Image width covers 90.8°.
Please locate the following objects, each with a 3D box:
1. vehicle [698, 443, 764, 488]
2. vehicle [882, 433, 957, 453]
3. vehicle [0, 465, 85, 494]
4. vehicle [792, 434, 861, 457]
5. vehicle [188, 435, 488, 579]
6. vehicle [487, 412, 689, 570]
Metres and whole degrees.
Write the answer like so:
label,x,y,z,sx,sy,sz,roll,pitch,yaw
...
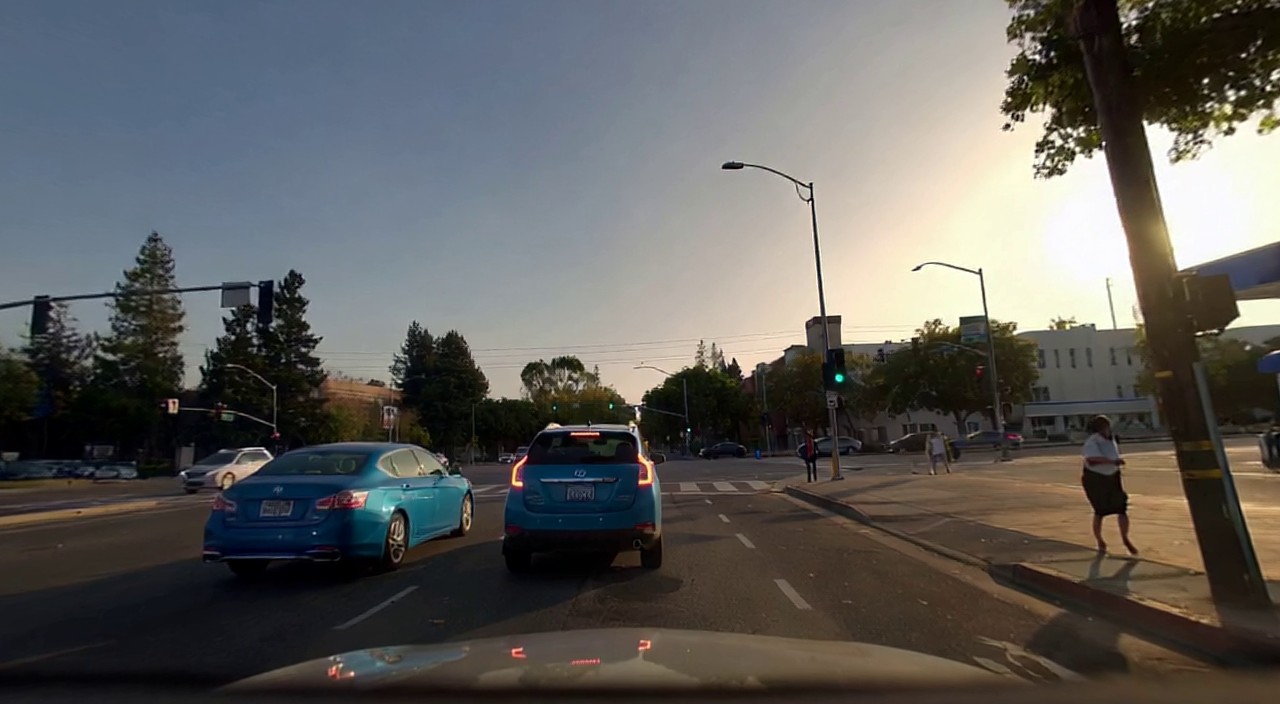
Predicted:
label,x,y,z,sx,sy,sz,roll,pitch,yaw
vehicle,3.214,4.069,23.099,1.976,1.462,4.342,-1,-8,3
vehicle,20.725,6.758,46.991,4.700,1.417,1.789,0,-8,1
vehicle,-38.017,8.003,39.773,4.371,1.700,1.920,-1,-8,3
vehicle,13.888,6.988,47.278,4.524,1.681,1.823,0,-8,0
vehicle,-3.714,1.953,8.864,2.003,1.492,4.291,0,-8,1
vehicle,-0.590,1.841,9.139,2.210,1.722,4.215,0,-8,0
